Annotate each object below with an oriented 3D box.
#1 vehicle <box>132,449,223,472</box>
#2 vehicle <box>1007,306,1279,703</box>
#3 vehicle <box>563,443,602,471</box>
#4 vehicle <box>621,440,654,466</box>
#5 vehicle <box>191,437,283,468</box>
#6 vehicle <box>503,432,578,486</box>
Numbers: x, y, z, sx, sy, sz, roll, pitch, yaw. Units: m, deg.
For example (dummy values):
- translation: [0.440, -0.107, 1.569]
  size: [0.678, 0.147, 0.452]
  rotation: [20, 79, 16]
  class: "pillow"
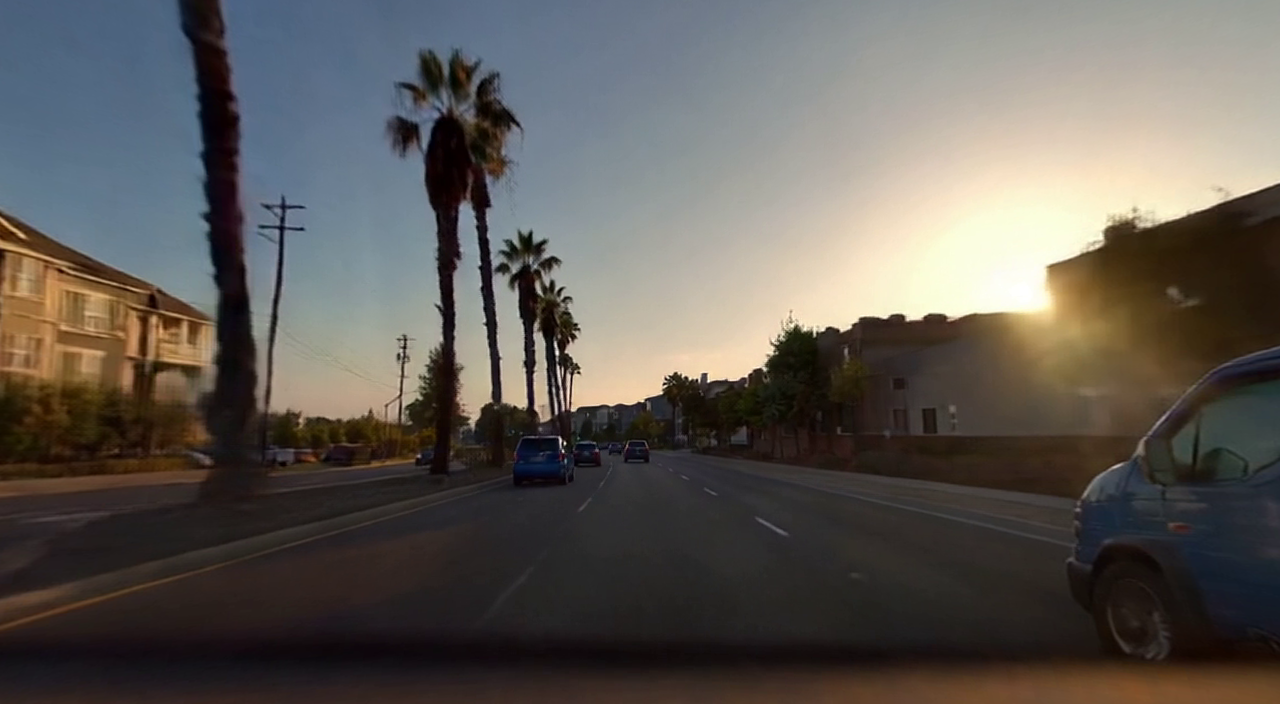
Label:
- translation: [-30.568, 7.146, 41.824]
  size: [4.474, 1.393, 1.920]
  rotation: [1, -8, -1]
  class: "vehicle"
- translation: [3.772, 0.690, 2.026]
  size: [2.234, 1.912, 4.847]
  rotation: [0, -9, 0]
  class: "vehicle"
- translation: [-3.105, 5.770, 34.837]
  size: [1.869, 1.454, 4.142]
  rotation: [0, -9, -2]
  class: "vehicle"
- translation: [-0.219, 6.999, 43.884]
  size: [2.191, 1.761, 3.857]
  rotation: [0, -9, -2]
  class: "vehicle"
- translation: [-30.326, 7.553, 47.647]
  size: [5.583, 2.103, 2.086]
  rotation: [-1, -6, 2]
  class: "vehicle"
- translation: [-3.413, 3.761, 22.406]
  size: [1.967, 1.703, 4.157]
  rotation: [0, -9, 0]
  class: "vehicle"
